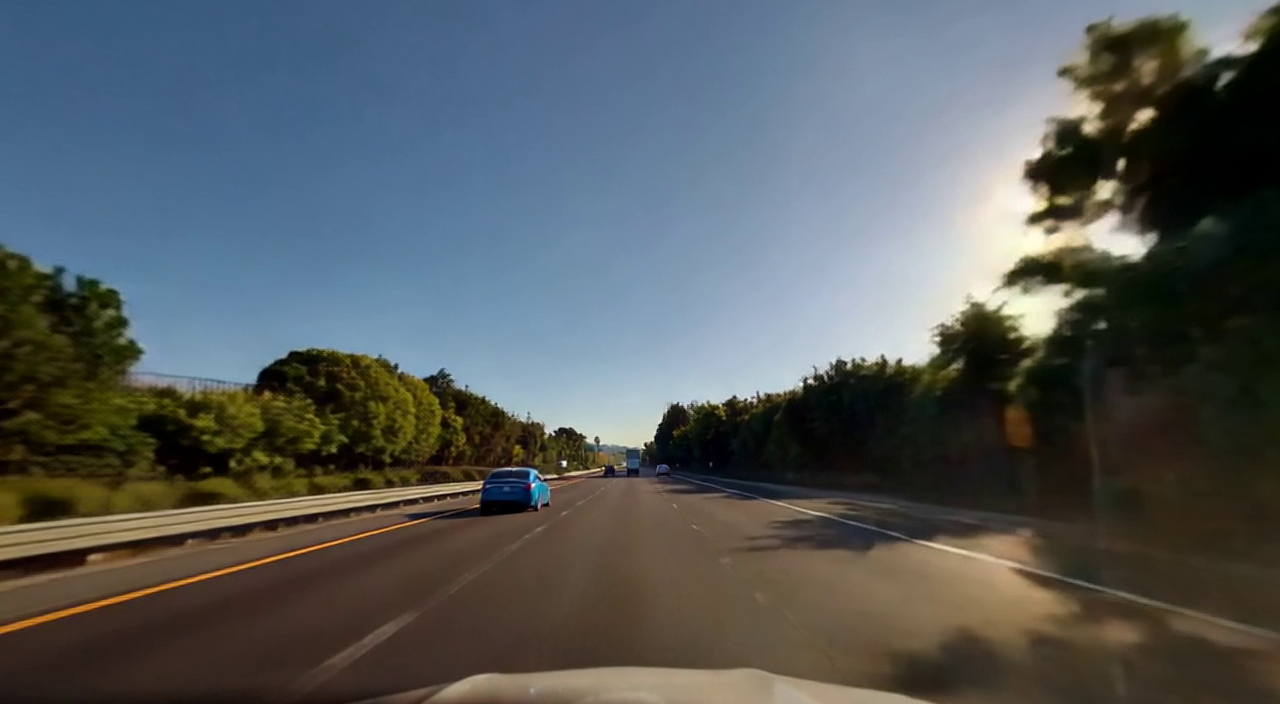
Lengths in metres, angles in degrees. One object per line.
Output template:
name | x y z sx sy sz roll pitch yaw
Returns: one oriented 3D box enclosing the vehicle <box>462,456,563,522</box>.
vehicle | -3.295 3.648 17.105 1.797 1.532 4.072 0 -10 1
